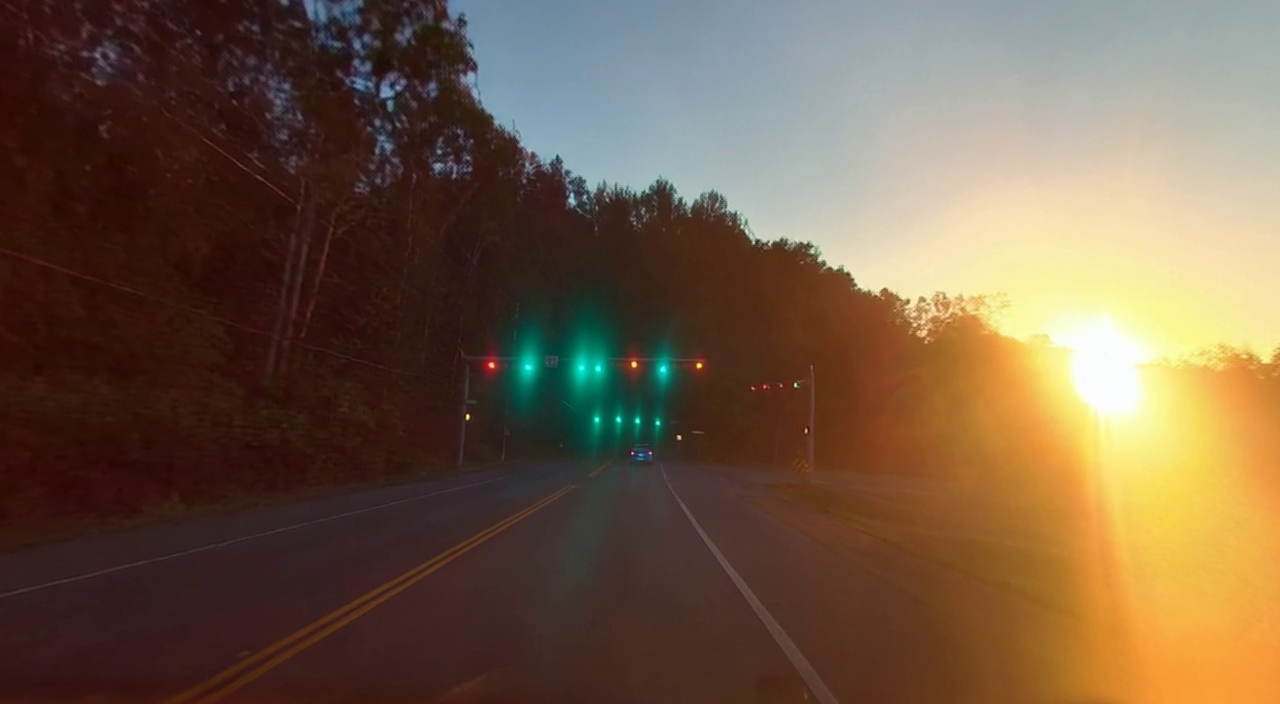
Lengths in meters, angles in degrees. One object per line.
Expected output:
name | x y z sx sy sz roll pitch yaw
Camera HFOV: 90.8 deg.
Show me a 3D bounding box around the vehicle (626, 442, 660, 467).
vehicle | 0.229 6.593 40.628 2.042 1.489 3.963 -1 -9 1
